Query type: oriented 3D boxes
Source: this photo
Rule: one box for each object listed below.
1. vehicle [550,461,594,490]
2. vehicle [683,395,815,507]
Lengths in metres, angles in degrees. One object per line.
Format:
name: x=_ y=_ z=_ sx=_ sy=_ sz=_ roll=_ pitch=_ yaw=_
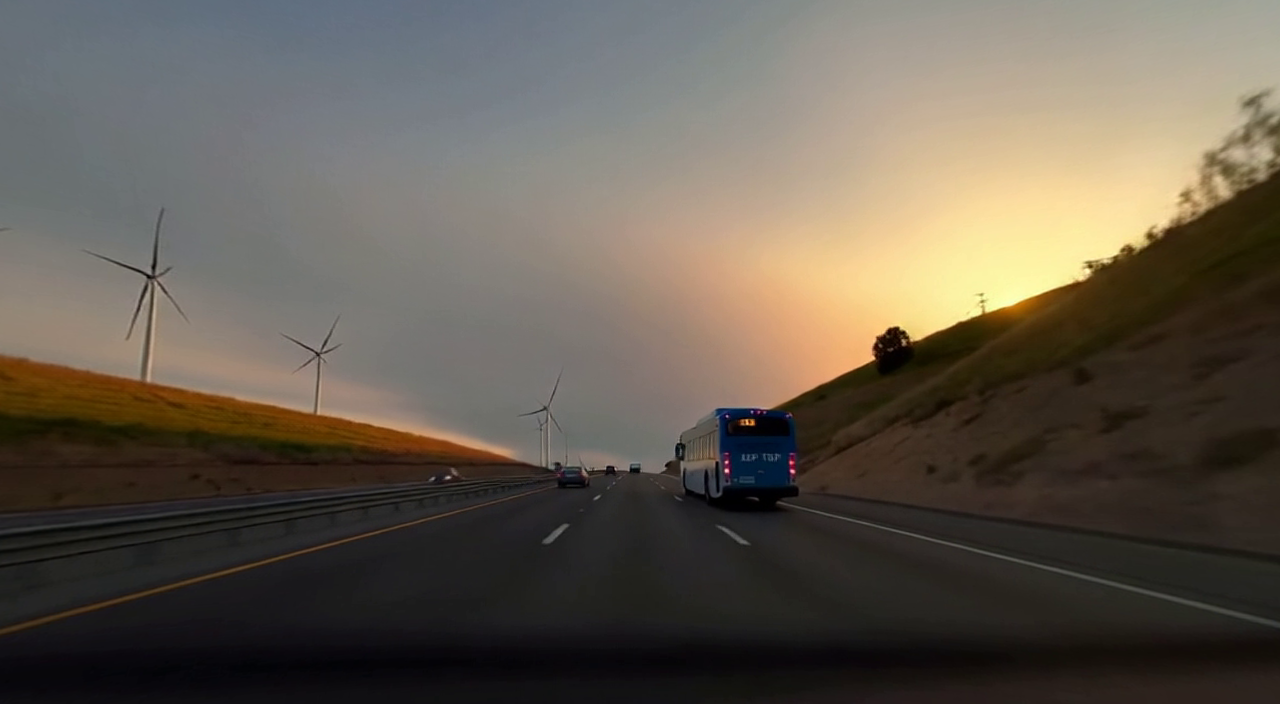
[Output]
vehicle: x=-4.012 y=7.432 z=38.040 sx=2.213 sy=1.568 sz=4.274 roll=1 pitch=-10 yaw=-1
vehicle: x=3.985 y=4.493 z=27.529 sx=2.941 sy=3.574 sz=14.463 roll=1 pitch=-10 yaw=-1
